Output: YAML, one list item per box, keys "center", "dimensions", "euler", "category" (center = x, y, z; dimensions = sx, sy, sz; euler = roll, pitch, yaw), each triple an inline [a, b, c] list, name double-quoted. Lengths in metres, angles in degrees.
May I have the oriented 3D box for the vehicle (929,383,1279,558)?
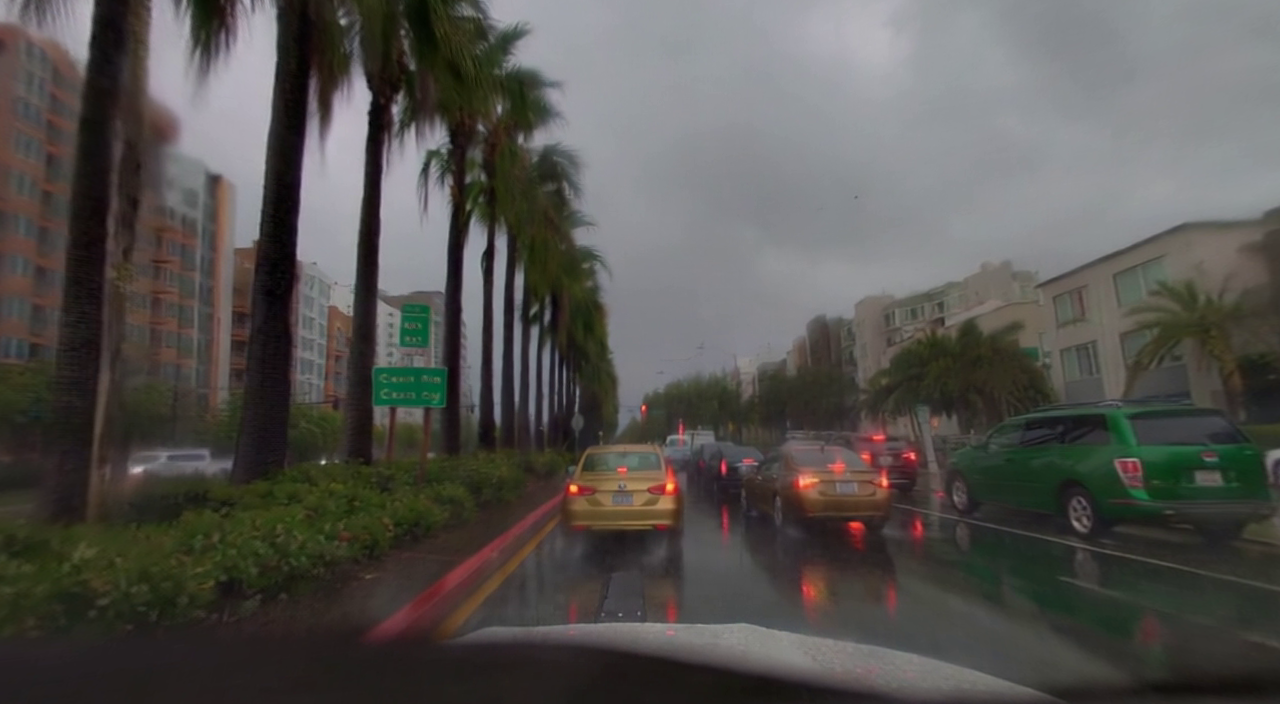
- center: [7.191, 1.812, 10.354]
  dimensions: [2.254, 2.072, 5.577]
  euler: [0, -8, 0]
  category: "vehicle"

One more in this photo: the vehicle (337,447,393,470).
- center: [-20.779, 8.024, 48.009]
  dimensions: [2.053, 1.631, 4.900]
  euler: [0, -9, 0]
  category: "vehicle"

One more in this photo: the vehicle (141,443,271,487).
- center: [-20.454, 5.312, 30.165]
  dimensions: [2.306, 1.880, 5.537]
  euler: [0, -8, -1]
  category: "vehicle"

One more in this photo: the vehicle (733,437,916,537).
- center: [3.075, 2.340, 11.673]
  dimensions: [1.925, 1.451, 4.436]
  euler: [0, -8, -2]
  category: "vehicle"

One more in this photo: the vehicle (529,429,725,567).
- center: [-0.164, 1.913, 9.027]
  dimensions: [2.158, 1.498, 3.919]
  euler: [0, -8, -1]
  category: "vehicle"

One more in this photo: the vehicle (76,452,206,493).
- center: [-24.008, 5.767, 30.745]
  dimensions: [2.055, 1.759, 5.200]
  euler: [0, -8, 0]
  category: "vehicle"
